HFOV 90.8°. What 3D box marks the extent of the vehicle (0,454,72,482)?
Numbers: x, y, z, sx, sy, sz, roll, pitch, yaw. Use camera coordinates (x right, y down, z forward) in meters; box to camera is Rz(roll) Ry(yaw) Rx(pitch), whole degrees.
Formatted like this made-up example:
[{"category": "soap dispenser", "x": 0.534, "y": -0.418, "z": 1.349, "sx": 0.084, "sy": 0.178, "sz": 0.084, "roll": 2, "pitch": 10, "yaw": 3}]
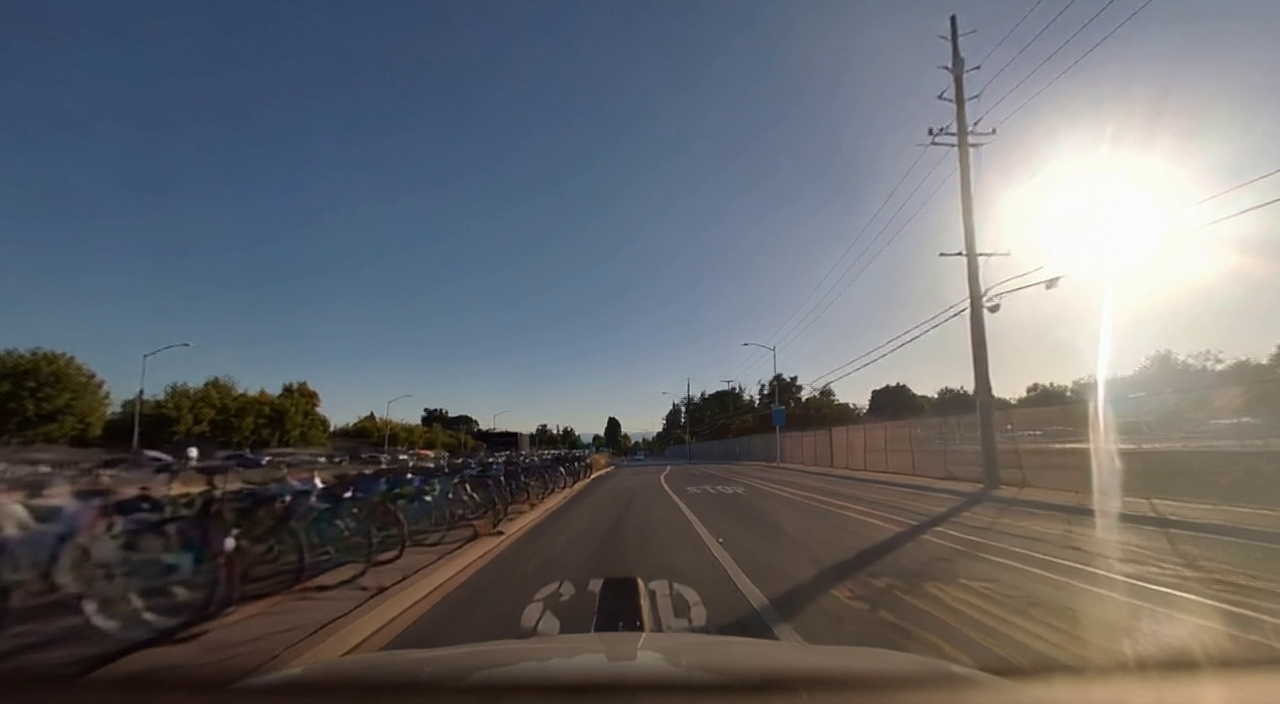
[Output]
[{"category": "vehicle", "x": -33.742, "y": 6.250, "z": 34.067, "sx": 4.327, "sy": 1.402, "sz": 1.757, "roll": 0, "pitch": -8, "yaw": -4}]
